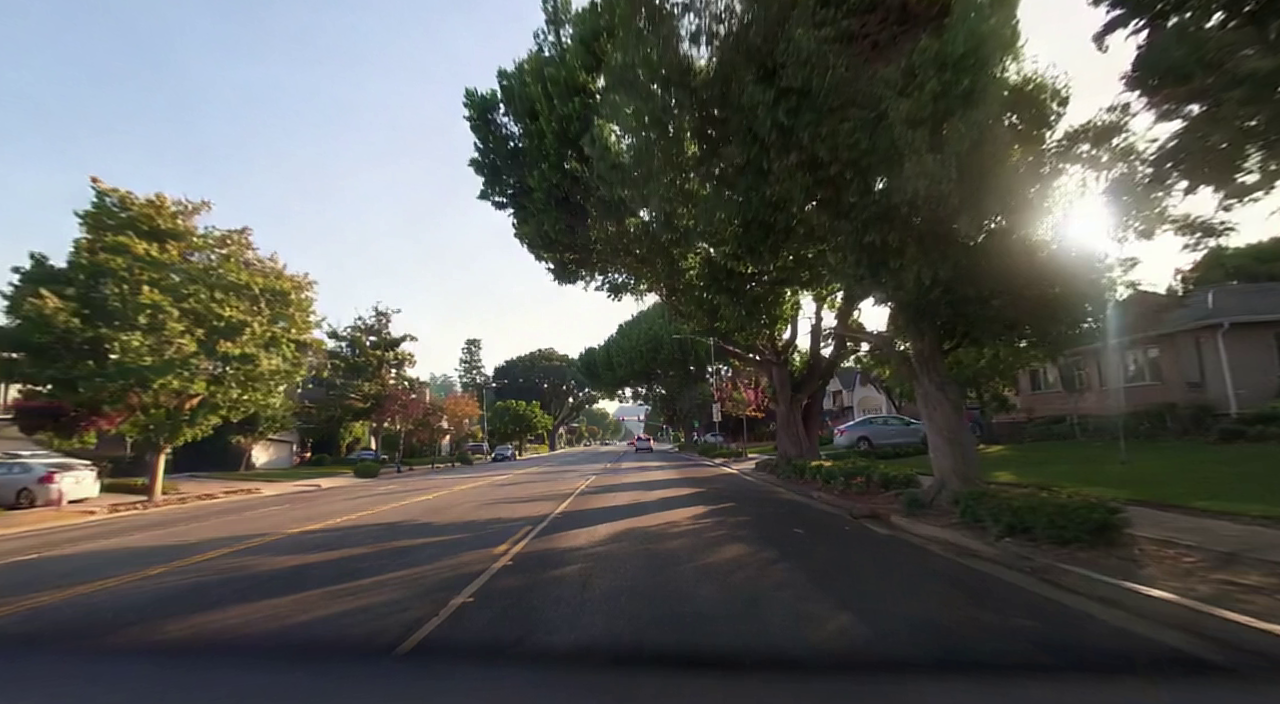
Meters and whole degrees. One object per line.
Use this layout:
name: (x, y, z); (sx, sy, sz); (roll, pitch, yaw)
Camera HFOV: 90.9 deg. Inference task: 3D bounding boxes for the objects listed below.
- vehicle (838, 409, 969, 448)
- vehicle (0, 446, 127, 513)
vehicle: (11.363, 3.396, 27.564); (4.996, 1.563, 1.984); (-3, -9, 15)
vehicle: (-19.675, 4.203, 21.263); (1.926, 2.039, 3.339); (0, -8, -4)
